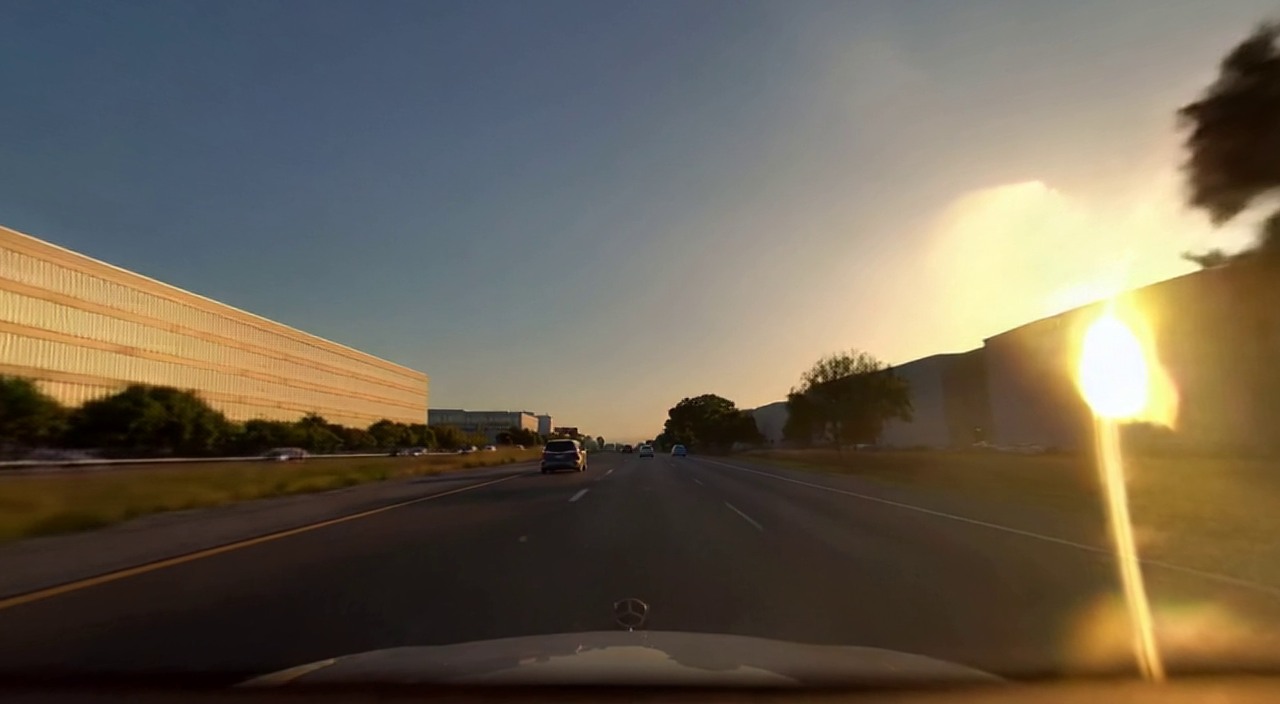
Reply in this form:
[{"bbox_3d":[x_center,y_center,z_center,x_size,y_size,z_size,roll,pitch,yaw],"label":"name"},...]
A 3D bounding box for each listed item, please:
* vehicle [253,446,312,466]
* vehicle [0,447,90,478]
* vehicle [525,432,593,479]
[{"bbox_3d":[-27.882,8.128,49.364,1.892,1.460,4.582,0,-9,1],"label":"vehicle"},{"bbox_3d":[-32.099,5.795,33.350,1.827,1.459,4.505,0,-9,0],"label":"vehicle"},{"bbox_3d":[-3.417,4.500,27.616,2.218,1.850,4.774,0,-9,2],"label":"vehicle"}]
